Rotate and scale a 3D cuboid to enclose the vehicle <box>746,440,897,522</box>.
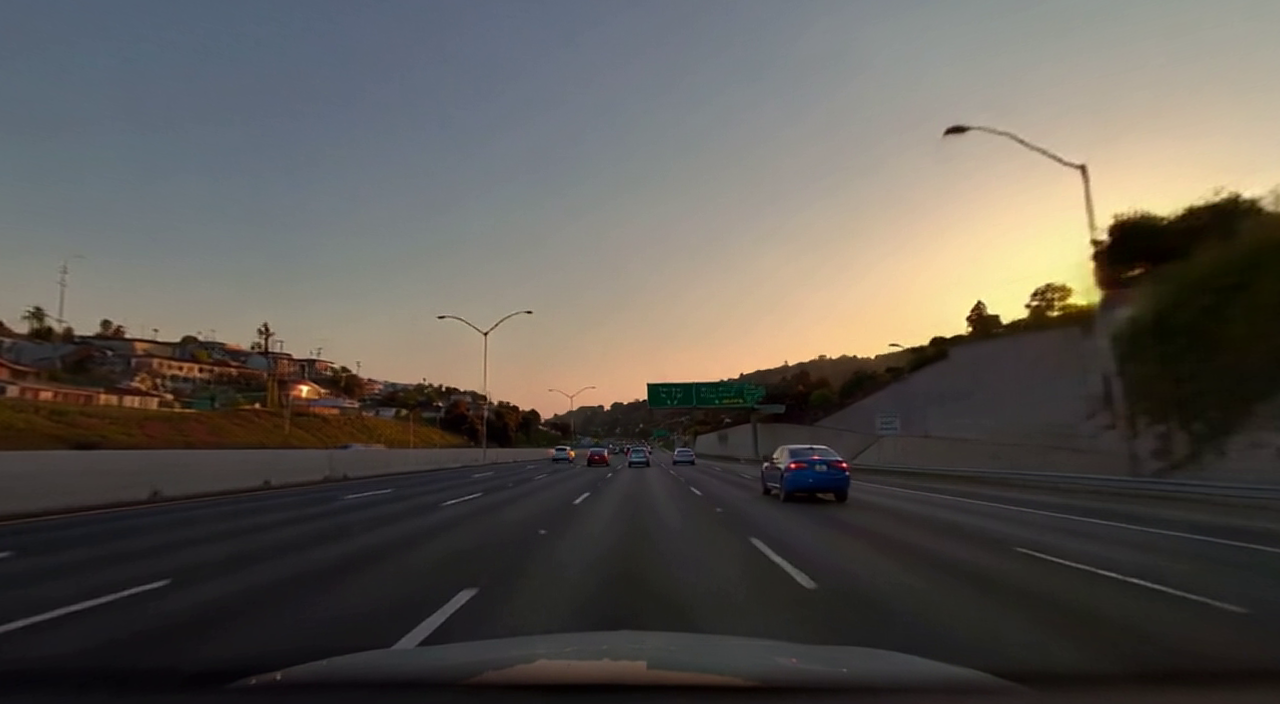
[{"bbox_3d":[3.816,2.779,14.205,2.077,1.527,4.553,0,-9,0],"label":"vehicle"}]

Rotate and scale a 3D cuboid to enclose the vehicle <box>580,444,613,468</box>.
[{"bbox_3d":[-3.203,7.731,47.096,2.091,1.664,4.157,0,-9,1],"label":"vehicle"}]

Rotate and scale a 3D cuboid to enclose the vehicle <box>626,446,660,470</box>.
[{"bbox_3d":[0.182,7.070,42.176,2.166,1.496,4.158,0,-9,0],"label":"vehicle"}]

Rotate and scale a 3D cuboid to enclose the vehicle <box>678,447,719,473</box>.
[{"bbox_3d":[3.515,6.549,38.439,2.036,1.517,4.256,0,-9,-1],"label":"vehicle"}]

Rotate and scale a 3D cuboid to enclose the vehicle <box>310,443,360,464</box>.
[{"bbox_3d":[-22.999,7.669,47.608,1.734,1.524,3.833,0,-9,2],"label":"vehicle"}]
